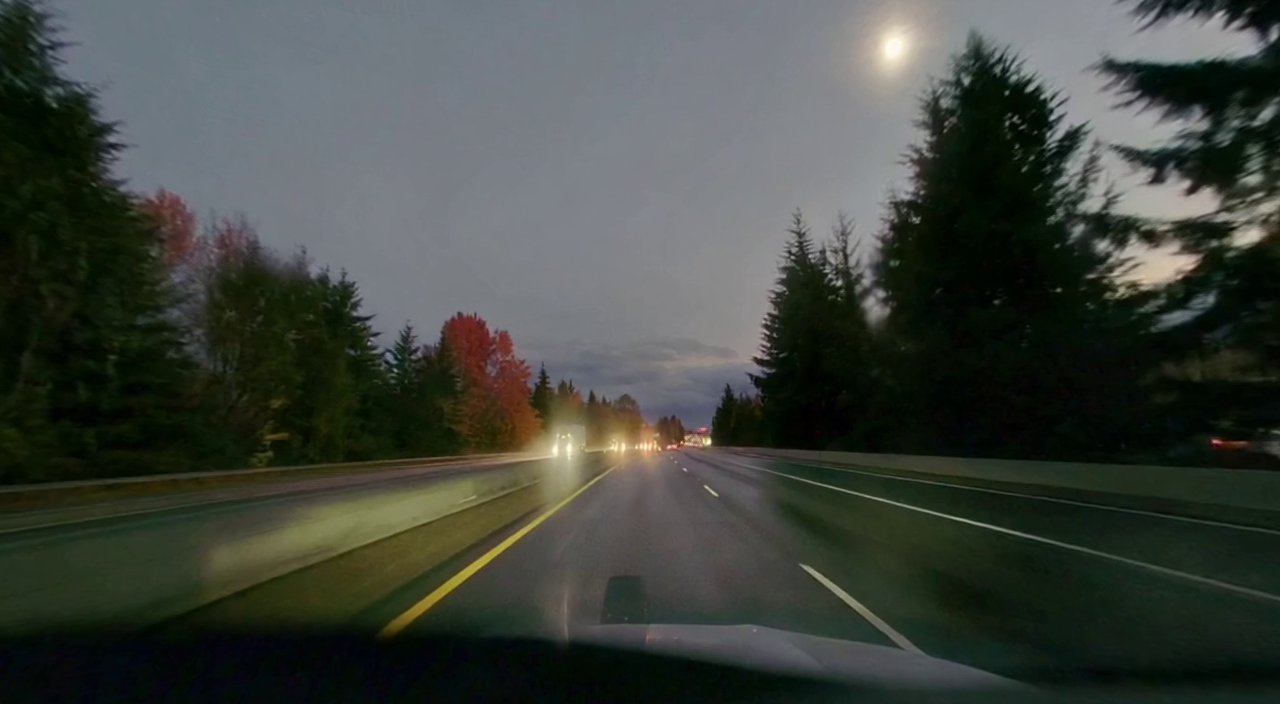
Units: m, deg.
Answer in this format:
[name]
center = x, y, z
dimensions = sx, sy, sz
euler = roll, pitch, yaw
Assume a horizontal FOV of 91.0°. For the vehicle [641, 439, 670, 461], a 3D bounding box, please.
[vehicle]
center = 1.062, 6.946, 44.615
dimensions = 1.924, 1.498, 3.817
euler = 0, -8, 0
